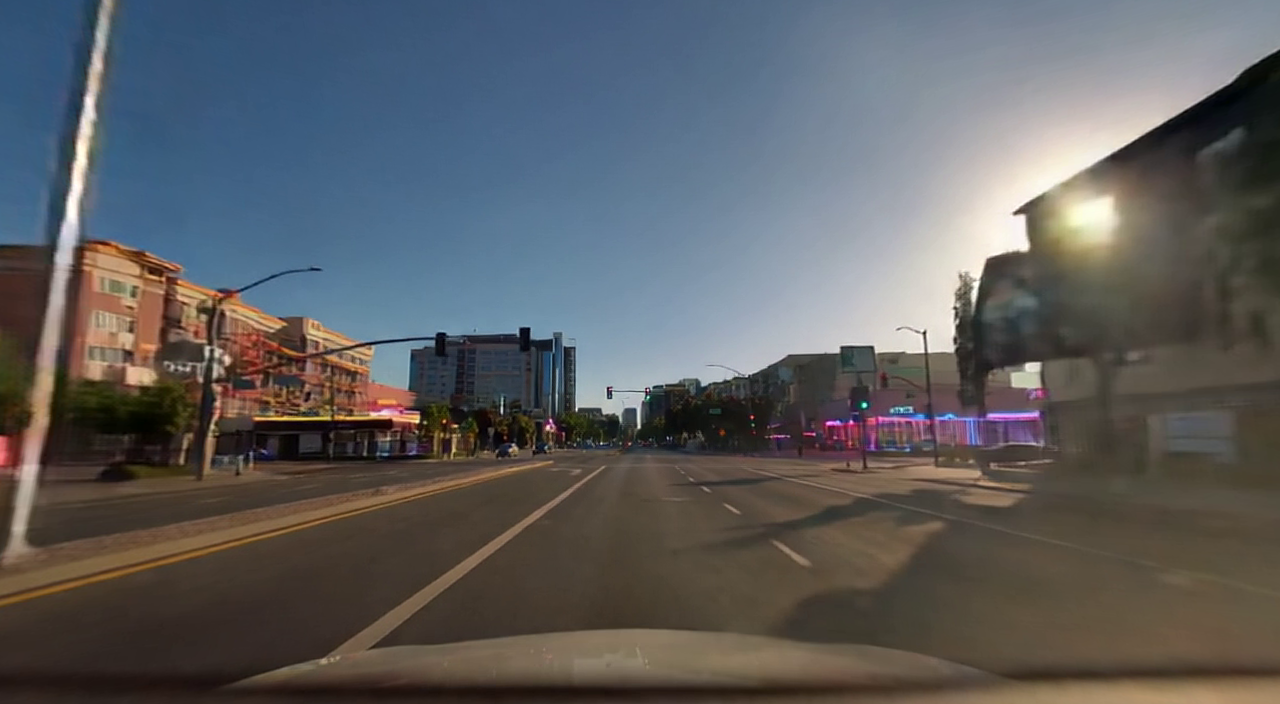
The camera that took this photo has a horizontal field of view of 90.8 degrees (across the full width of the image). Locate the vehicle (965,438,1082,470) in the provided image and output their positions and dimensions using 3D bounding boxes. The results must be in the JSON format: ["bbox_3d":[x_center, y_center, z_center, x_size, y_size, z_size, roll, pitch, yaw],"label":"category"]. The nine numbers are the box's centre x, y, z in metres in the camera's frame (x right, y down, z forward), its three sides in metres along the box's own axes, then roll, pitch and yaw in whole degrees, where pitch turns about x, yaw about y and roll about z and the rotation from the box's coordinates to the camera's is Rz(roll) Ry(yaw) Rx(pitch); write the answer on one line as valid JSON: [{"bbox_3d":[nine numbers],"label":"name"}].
[{"bbox_3d":[18.860,5.014,31.212,4.545,1.511,1.935,0,-8,-3],"label":"vehicle"}]

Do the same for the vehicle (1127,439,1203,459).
[{"bbox_3d":[41.311,7.657,49.781,4.157,1.552,1.953,0,-8,2],"label":"vehicle"}]
